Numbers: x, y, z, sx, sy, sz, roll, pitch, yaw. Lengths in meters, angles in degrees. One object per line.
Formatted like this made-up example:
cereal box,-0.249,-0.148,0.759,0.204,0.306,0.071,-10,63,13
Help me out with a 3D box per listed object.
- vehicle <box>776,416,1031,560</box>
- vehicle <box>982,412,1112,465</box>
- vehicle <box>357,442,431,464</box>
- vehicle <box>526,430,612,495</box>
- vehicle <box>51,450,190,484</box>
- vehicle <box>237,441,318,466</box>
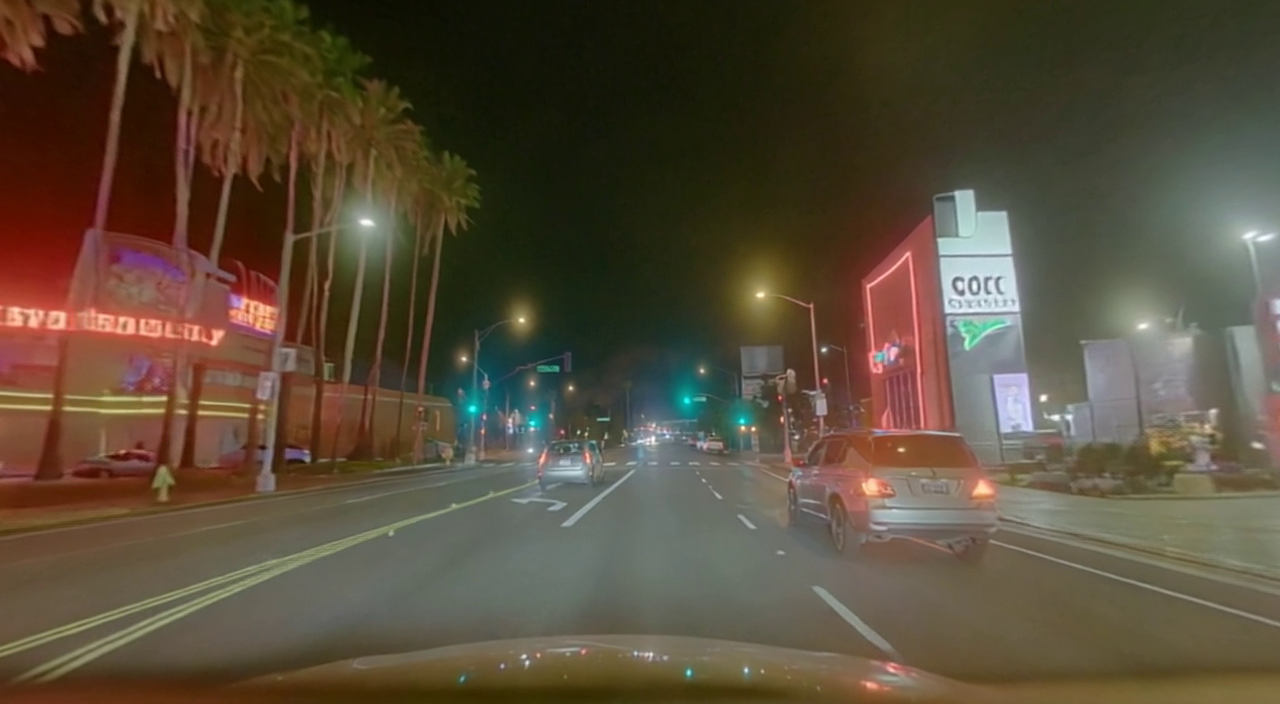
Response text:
vehicle,3.555,1.914,9.617,1.983,1.654,4.354,0,-8,0
vehicle,17.065,3.611,26.391,5.652,1.992,2.202,5,-10,-32
vehicle,-18.645,7.662,48.050,4.834,1.589,1.907,0,-8,-5
vehicle,-1.940,3.210,18.703,2.063,1.664,4.471,0,-8,-1
vehicle,-24.765,5.466,30.362,1.800,1.462,4.752,-4,-9,21
vehicle,-26.835,7.547,46.943,4.683,1.748,2.076,0,-8,-2
